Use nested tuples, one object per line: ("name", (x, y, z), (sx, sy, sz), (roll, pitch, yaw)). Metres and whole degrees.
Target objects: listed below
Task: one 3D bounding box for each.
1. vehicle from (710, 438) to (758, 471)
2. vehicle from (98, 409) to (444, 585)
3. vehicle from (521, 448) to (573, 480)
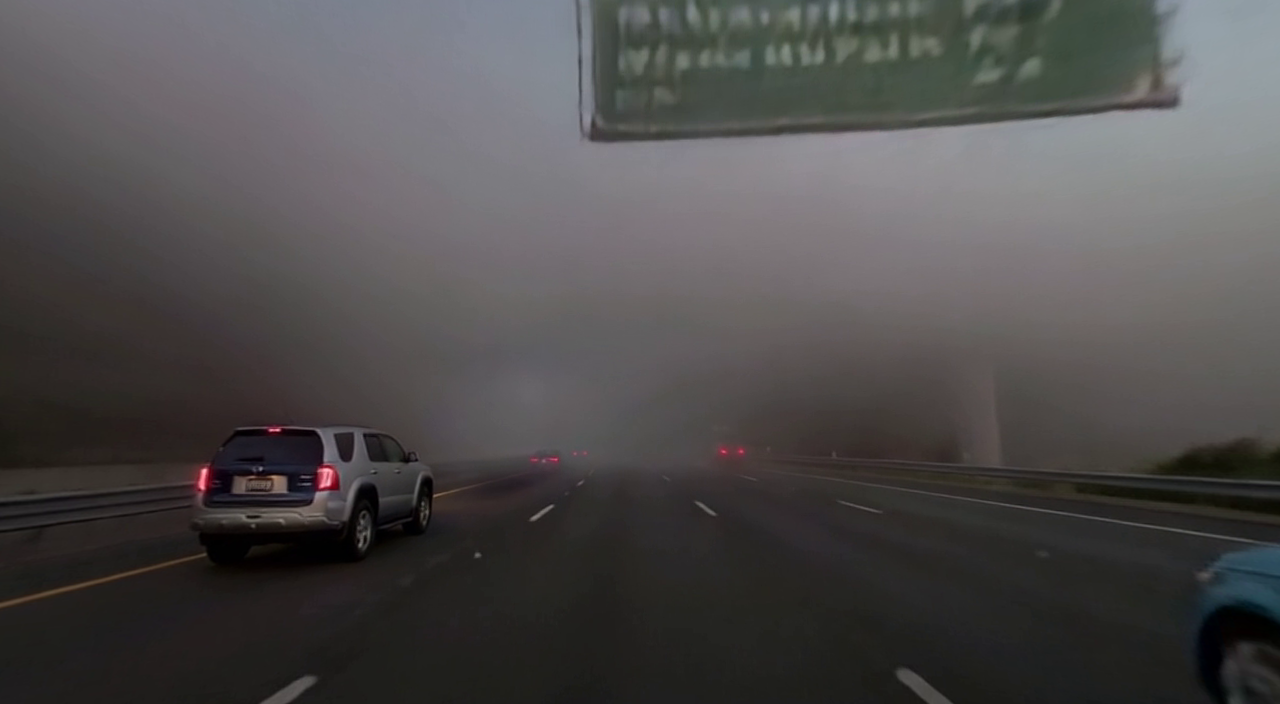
("vehicle", (6.451, 7.126, 43.860), (2.378, 2.096, 5.119), (1, -9, -2))
("vehicle", (-4.389, 1.792, 8.540), (2.079, 1.745, 4.281), (0, -9, 0))
("vehicle", (-4.539, 5.523, 31.352), (2.009, 1.488, 4.289), (0, -9, -1))
